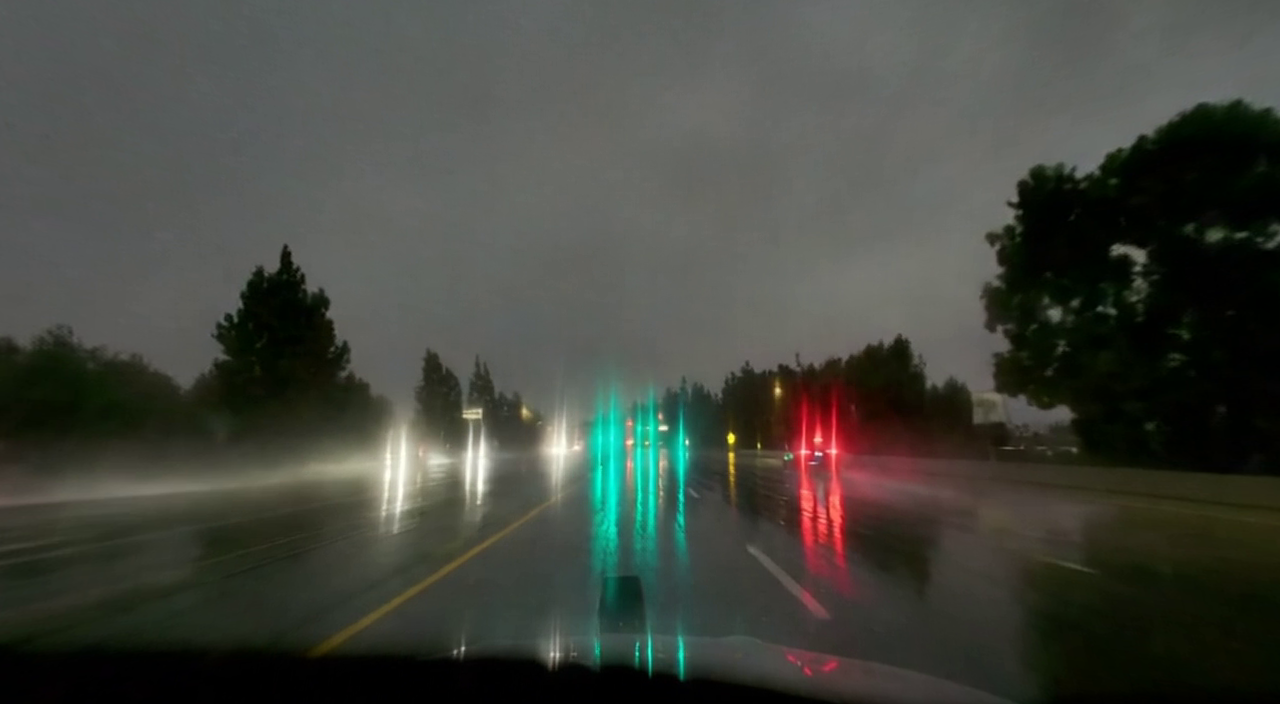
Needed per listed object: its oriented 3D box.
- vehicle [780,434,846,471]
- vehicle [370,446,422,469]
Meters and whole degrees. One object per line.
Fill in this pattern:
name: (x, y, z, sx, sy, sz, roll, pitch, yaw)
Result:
vehicle: (9.189, 5.395, 33.902, 2.170, 1.830, 4.720, 0, -8, 0)
vehicle: (-18.652, 8.073, 48.351, 2.043, 1.627, 4.595, 0, -8, 1)
